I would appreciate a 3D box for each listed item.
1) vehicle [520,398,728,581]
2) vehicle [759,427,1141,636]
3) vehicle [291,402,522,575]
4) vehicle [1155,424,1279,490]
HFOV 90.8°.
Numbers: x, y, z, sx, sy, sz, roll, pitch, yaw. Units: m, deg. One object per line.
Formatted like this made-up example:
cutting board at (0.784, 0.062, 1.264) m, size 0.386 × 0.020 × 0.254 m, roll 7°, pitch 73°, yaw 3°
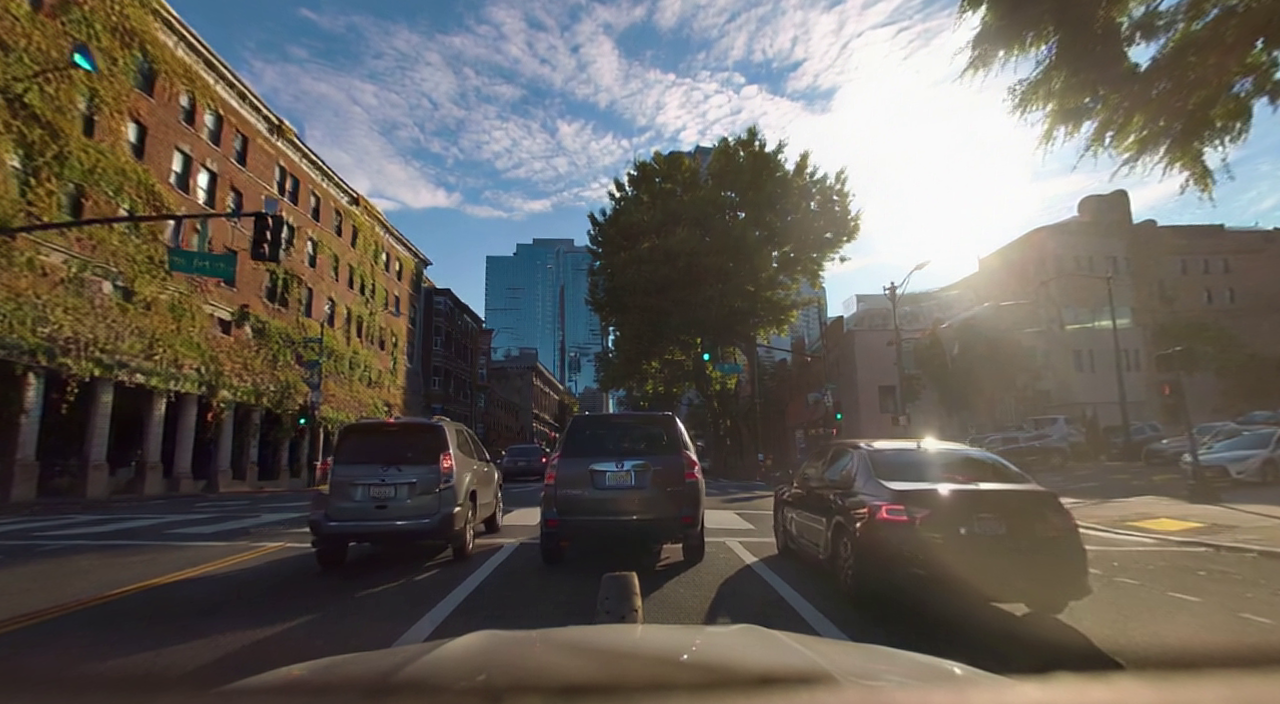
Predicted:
vehicle at (-0.168, 1.736, 8.765) m, size 2.105 × 1.842 × 4.537 m, roll 0°, pitch -8°, yaw 0°
vehicle at (2.601, 1.585, 6.619) m, size 1.852 × 1.462 × 4.155 m, roll 0°, pitch -8°, yaw 0°
vehicle at (-2.885, 1.766, 8.928) m, size 1.855 × 1.812 × 4.244 m, roll 0°, pitch -9°, yaw -4°
vehicle at (17.514, 2.965, 17.747) m, size 4.547 × 1.720 × 1.624 m, roll 0°, pitch -12°, yaw -2°
